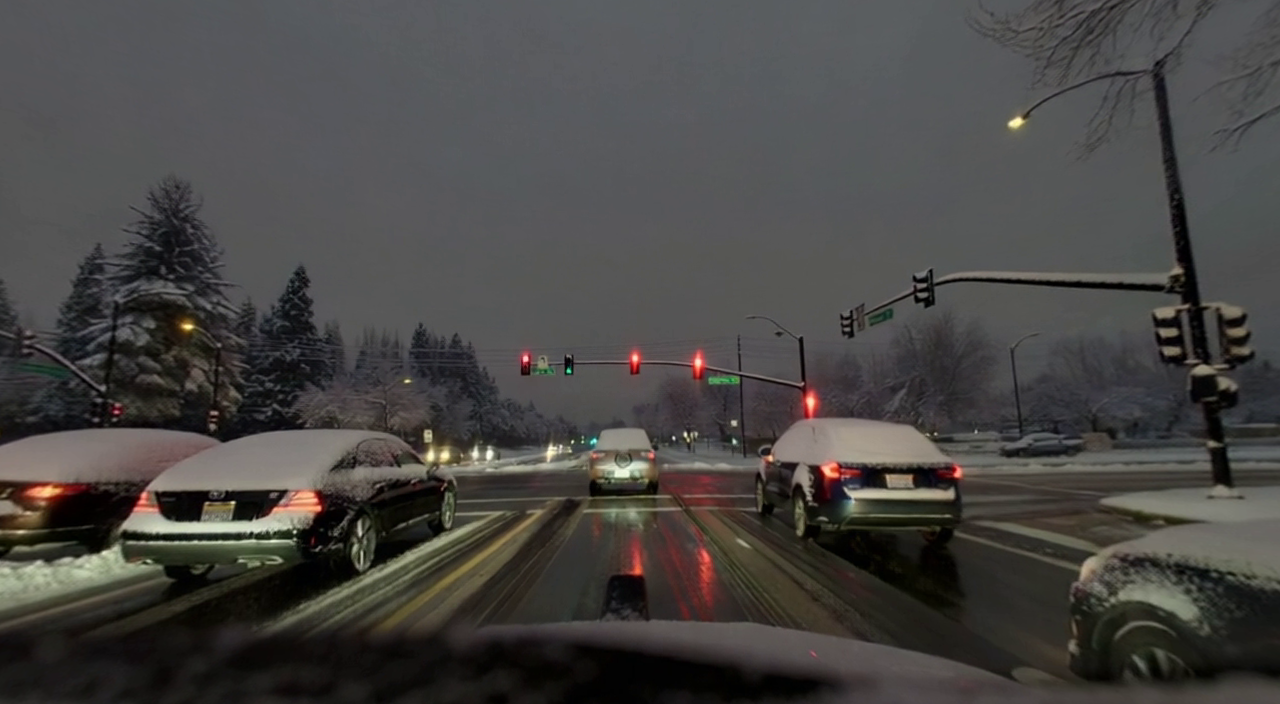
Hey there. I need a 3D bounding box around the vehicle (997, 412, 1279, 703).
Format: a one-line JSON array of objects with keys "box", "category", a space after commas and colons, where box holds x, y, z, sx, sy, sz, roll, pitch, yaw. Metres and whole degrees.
[{"box": [3.217, 0.867, 1.677, 1.960, 1.460, 4.233, 0, -8, -1], "category": "vehicle"}]

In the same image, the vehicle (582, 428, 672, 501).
[{"box": [-0.319, 3.063, 17.542, 2.215, 1.749, 3.976, 0, -8, 0], "category": "vehicle"}]

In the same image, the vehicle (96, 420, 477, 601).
[{"box": [-3.524, 1.648, 7.507, 1.941, 1.492, 4.399, 0, -8, 1], "category": "vehicle"}]

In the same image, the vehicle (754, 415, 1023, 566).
[{"box": [3.265, 1.910, 9.523, 2.097, 1.707, 4.461, 0, -8, -2], "category": "vehicle"}]
